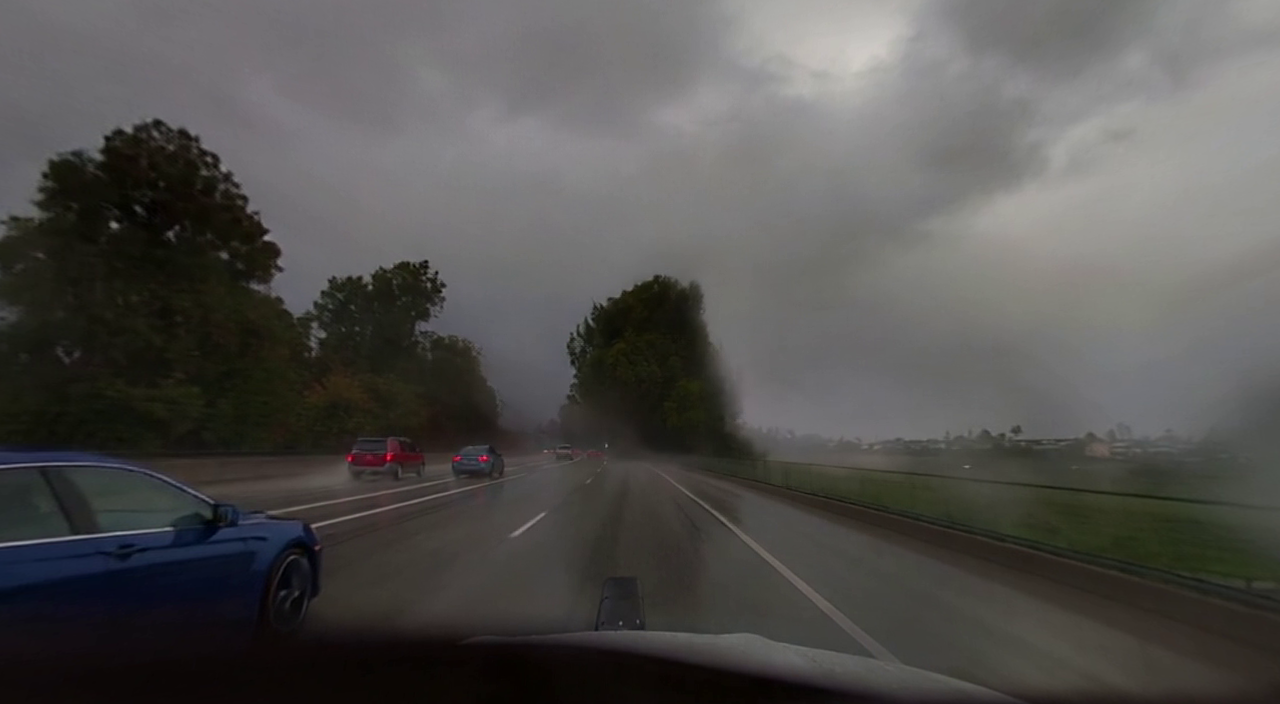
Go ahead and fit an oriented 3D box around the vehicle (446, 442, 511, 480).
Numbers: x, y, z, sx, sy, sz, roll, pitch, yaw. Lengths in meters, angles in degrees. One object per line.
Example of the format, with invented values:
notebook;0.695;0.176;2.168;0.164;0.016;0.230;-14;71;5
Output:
vehicle;-7.648;5.201;30.257;2.060;1.680;4.255;0;-9;-1

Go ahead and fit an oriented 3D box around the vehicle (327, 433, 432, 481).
vehicle;-11.623;4.755;28.667;2.425;1.926;5.584;0;-9;-1
